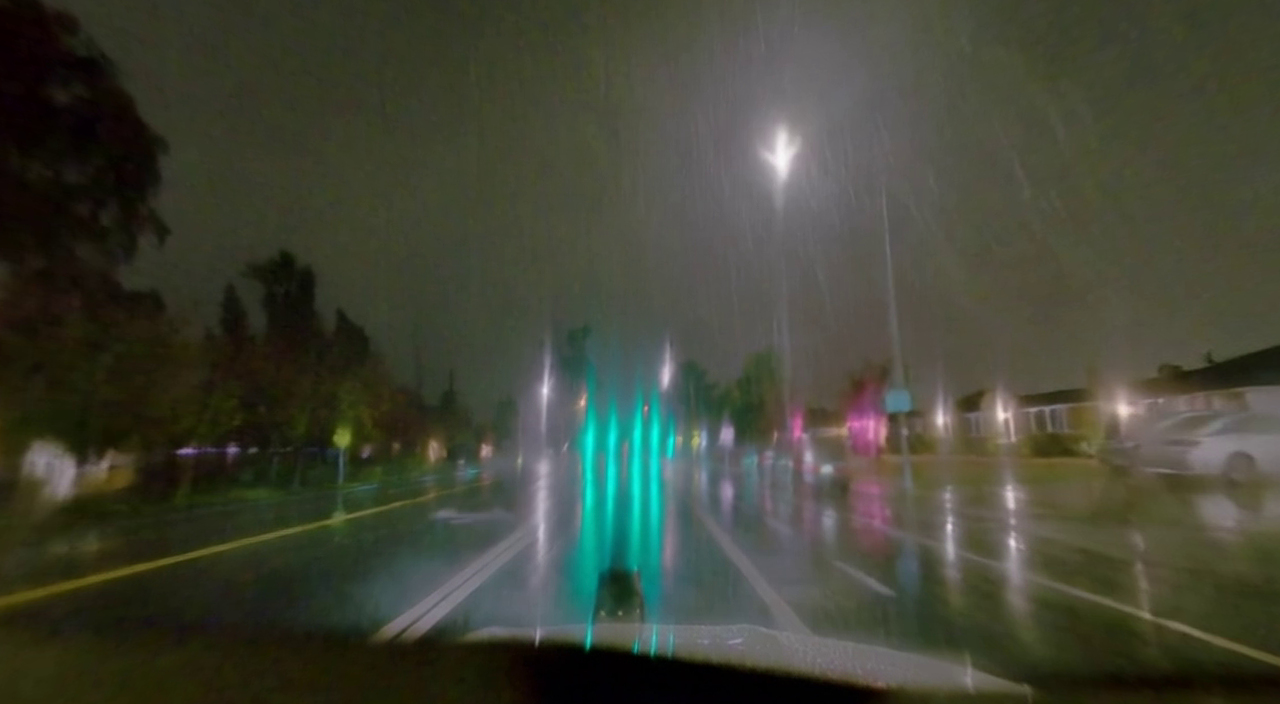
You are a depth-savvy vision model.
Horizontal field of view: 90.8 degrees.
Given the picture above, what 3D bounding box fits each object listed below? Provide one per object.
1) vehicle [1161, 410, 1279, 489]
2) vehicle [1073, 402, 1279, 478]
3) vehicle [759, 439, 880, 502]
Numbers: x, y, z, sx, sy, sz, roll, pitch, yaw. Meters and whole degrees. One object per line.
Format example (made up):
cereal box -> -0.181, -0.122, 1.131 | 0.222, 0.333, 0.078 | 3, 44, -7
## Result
vehicle -> 14.657, 2.136, 14.468 | 4.268, 1.508, 1.861 | -1, -7, -14
vehicle -> 14.605, 2.416, 17.253 | 4.263, 1.871, 2.103 | 2, -9, -13
vehicle -> 4.962, 3.330, 18.254 | 1.995, 1.553, 4.628 | 0, -9, -2
